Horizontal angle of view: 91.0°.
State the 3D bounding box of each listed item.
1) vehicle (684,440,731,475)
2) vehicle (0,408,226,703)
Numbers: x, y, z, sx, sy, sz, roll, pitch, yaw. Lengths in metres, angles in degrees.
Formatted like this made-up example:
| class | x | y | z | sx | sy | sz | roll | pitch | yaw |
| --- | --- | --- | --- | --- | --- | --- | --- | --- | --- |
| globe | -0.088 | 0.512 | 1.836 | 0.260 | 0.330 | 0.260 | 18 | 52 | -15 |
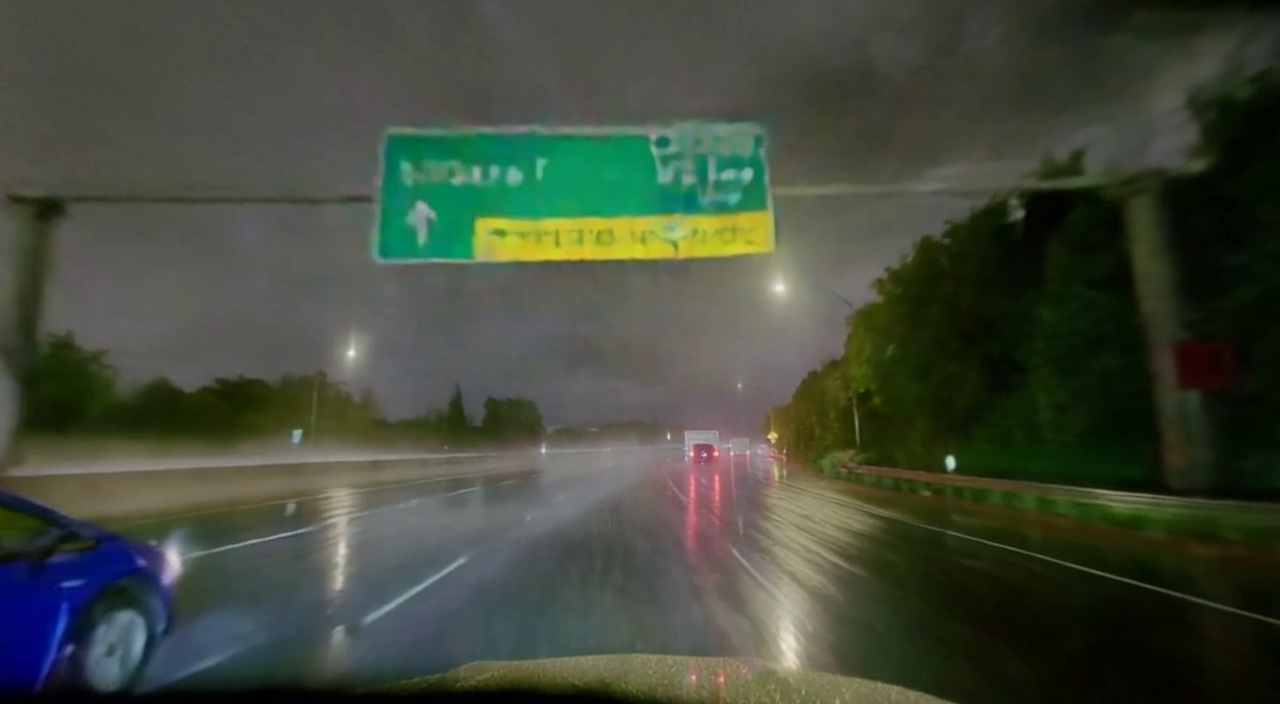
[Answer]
| class | x | y | z | sx | sy | sz | roll | pitch | yaw |
| --- | --- | --- | --- | --- | --- | --- | --- | --- | --- |
| vehicle | 3.772 | 5.985 | 35.794 | 2.225 | 1.833 | 4.340 | 0 | -9 | 1 |
| vehicle | -3.505 | 0.840 | 1.567 | 1.937 | 1.490 | 4.372 | 0 | -9 | 0 |
